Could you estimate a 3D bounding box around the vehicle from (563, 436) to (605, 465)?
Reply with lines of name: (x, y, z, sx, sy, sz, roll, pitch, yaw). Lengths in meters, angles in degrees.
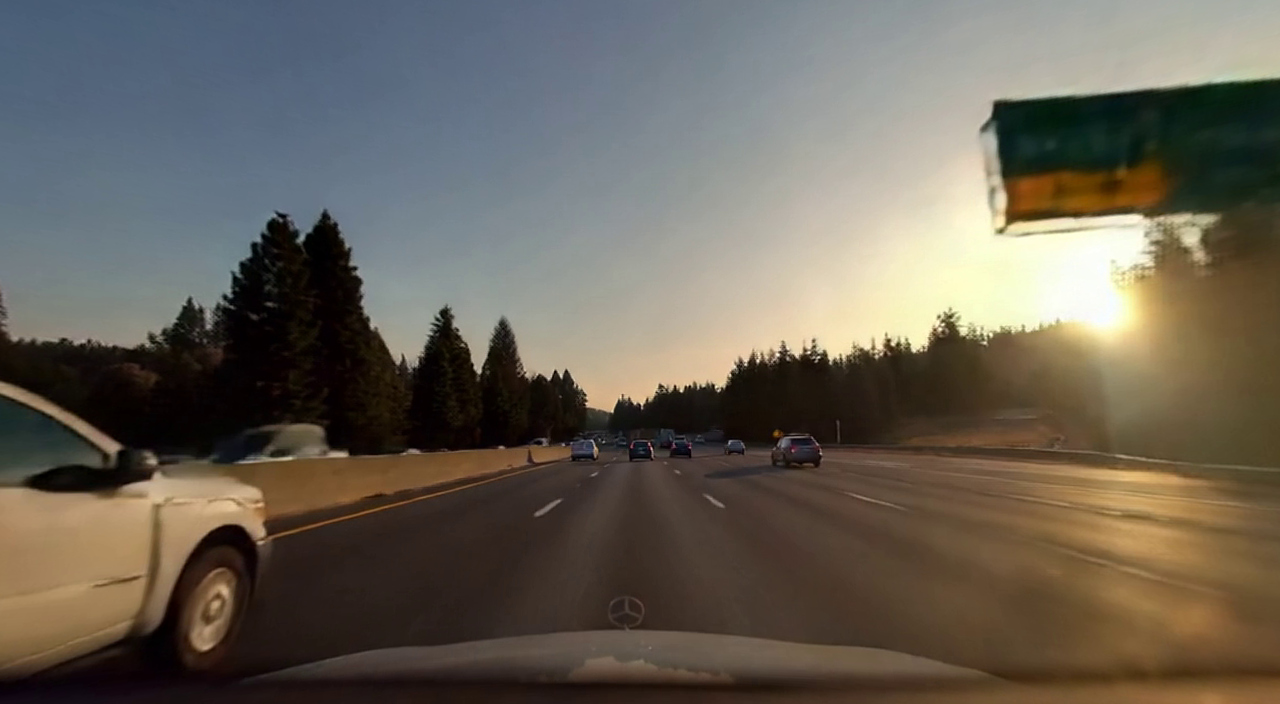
vehicle: (-3.416, 6.121, 39.344, 2.140, 1.720, 4.410, 0, -8, 1)

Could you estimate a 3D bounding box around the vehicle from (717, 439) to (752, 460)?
vehicle: (7.081, 7.344, 47.583, 1.894, 1.511, 4.148, 0, -8, -1)

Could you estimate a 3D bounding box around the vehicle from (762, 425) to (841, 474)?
vehicle: (7.024, 4.309, 28.020, 2.094, 1.916, 5.099, 0, -8, -1)

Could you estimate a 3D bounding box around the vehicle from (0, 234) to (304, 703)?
vehicle: (-3.367, 0.449, 0.911, 2.487, 1.979, 5.742, -1, -8, 1)

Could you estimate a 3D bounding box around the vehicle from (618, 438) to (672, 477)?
vehicle: (0.184, 4.350, 26.353, 2.071, 1.464, 4.162, 0, -8, 0)
